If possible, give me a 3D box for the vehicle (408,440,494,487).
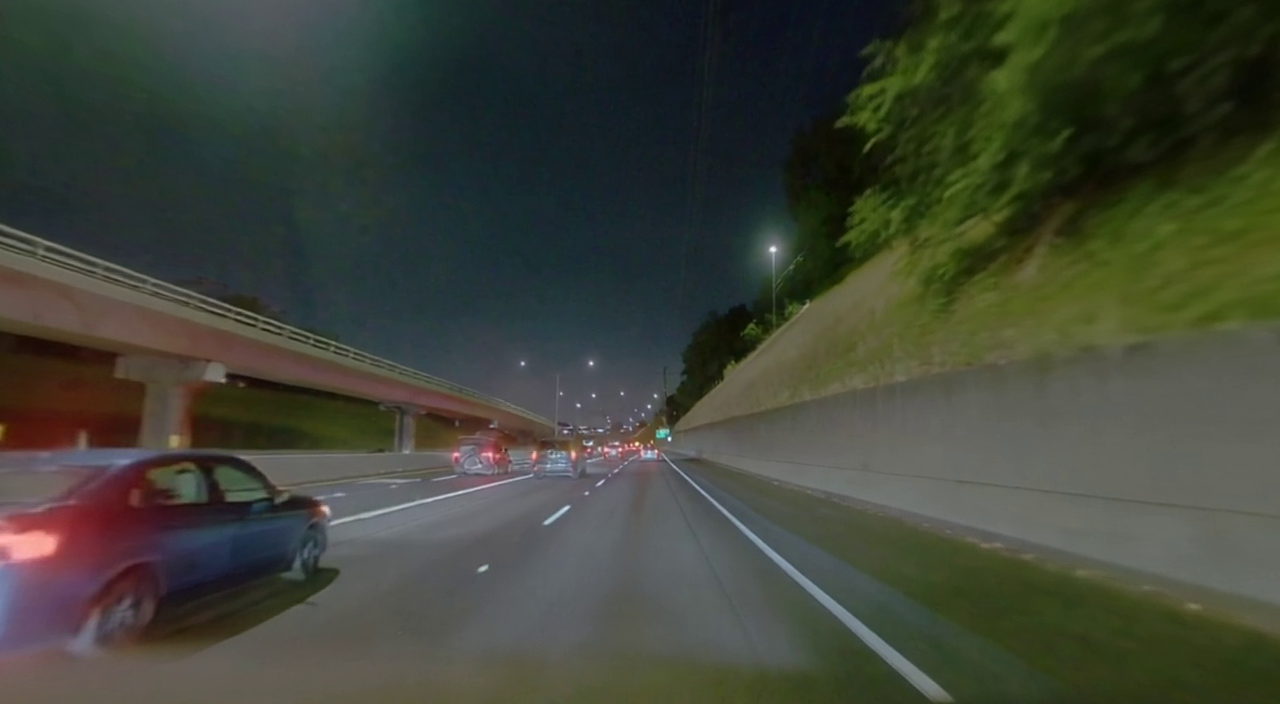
[{"bbox_3d":[-7.251,4.301,24.683,1.959,1.652,4.170,0,-8,2],"label":"vehicle"}]

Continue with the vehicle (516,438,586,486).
[{"bbox_3d":[-3.460,4.364,25.399,2.052,1.731,4.372,0,-8,2],"label":"vehicle"}]

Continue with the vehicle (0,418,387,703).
[{"bbox_3d":[-3.502,1.191,3.839,2.056,1.449,4.330,0,-8,1],"label":"vehicle"}]
